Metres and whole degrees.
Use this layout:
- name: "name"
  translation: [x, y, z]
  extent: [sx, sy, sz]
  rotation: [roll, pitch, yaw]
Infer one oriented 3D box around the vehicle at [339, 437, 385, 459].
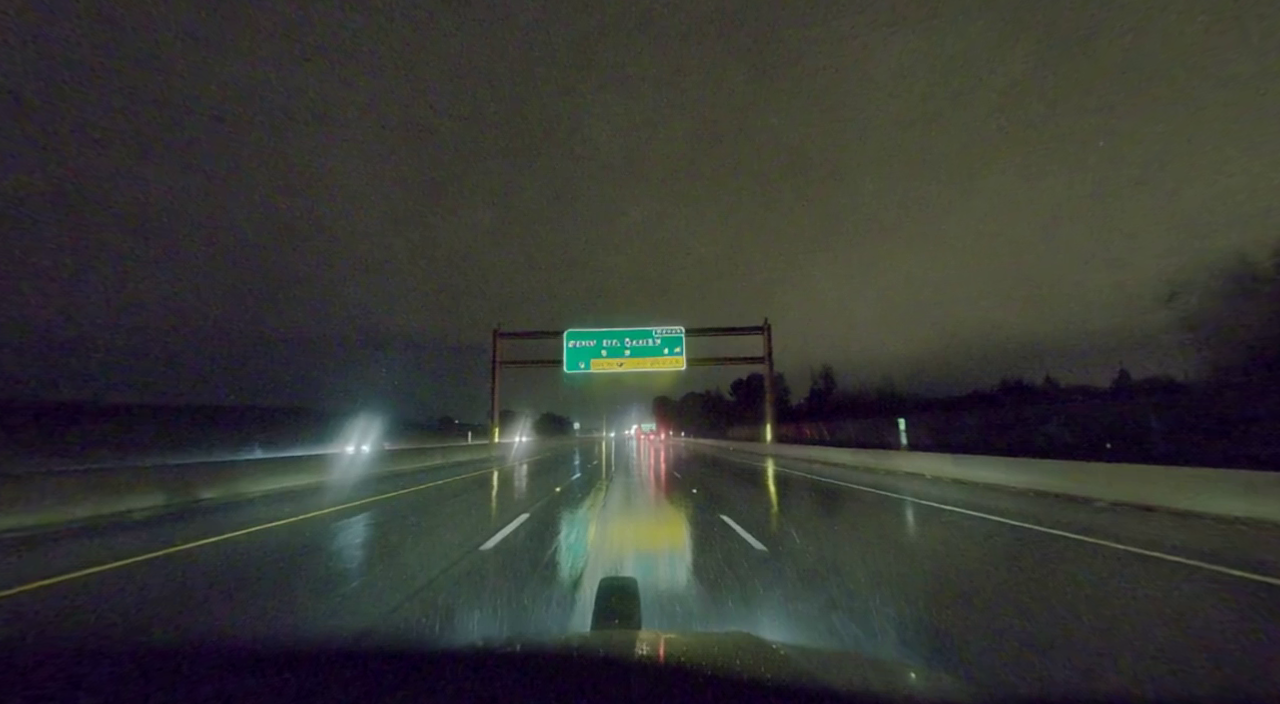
- name: "vehicle"
  translation: [-20.156, 6.966, 45.771]
  extent: [1.755, 1.460, 3.712]
  rotation: [0, -8, -1]
